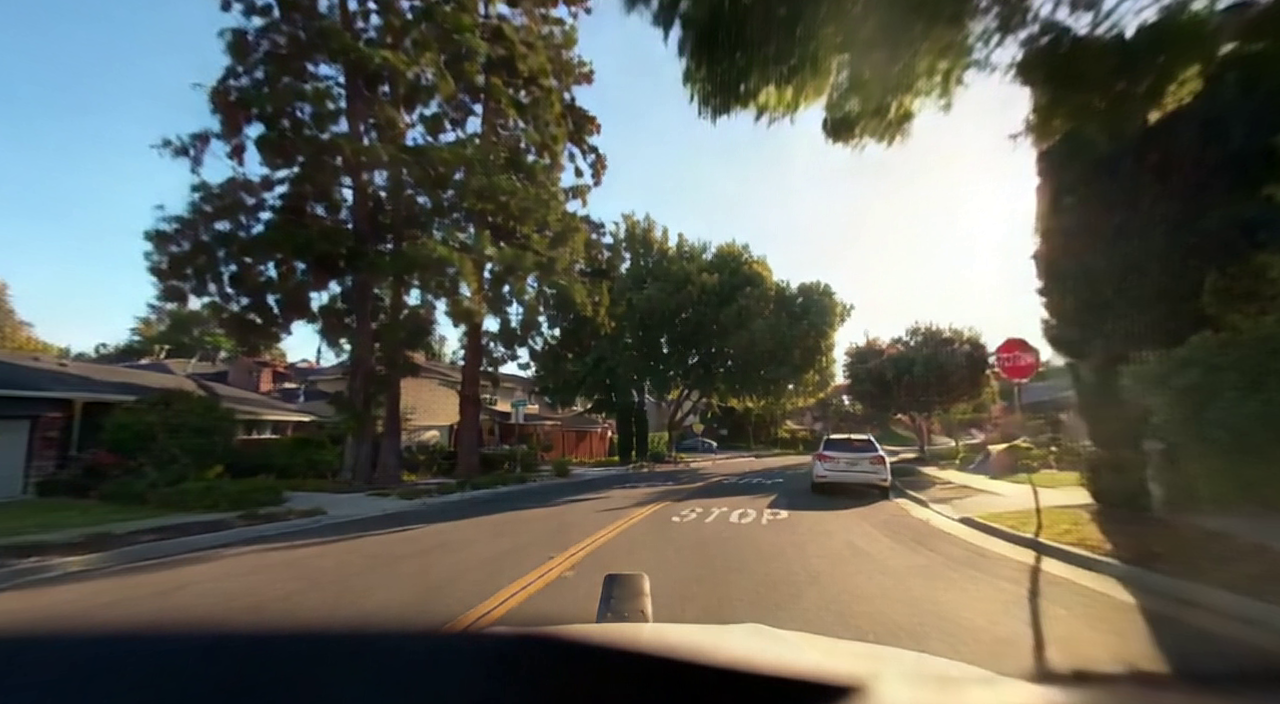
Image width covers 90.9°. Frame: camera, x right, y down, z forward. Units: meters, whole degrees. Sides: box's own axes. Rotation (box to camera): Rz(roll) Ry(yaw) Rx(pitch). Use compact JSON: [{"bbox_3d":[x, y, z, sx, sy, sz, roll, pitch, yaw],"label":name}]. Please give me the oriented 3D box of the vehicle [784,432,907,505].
[{"bbox_3d":[5.421,3.044,17.044,2.692,1.649,4.689,-2,-9,15],"label":"vehicle"}]
